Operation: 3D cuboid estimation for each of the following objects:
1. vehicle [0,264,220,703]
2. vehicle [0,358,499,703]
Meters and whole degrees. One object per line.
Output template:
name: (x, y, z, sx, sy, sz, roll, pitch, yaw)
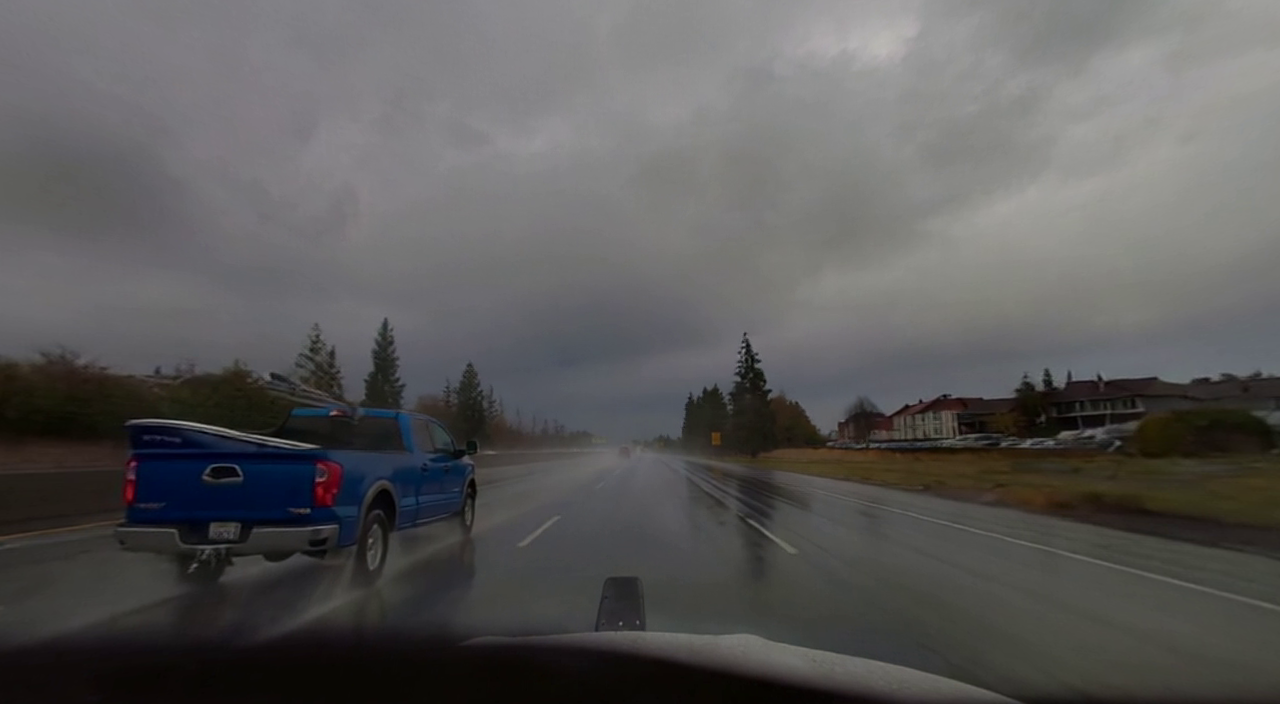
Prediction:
vehicle: (-3.196, 0.401, 0.412, 1.919, 1.935, 5.609, 0, -9, 0)
vehicle: (-3.086, 1.315, 5.960, 2.202, 1.836, 5.009, 0, -9, 2)
